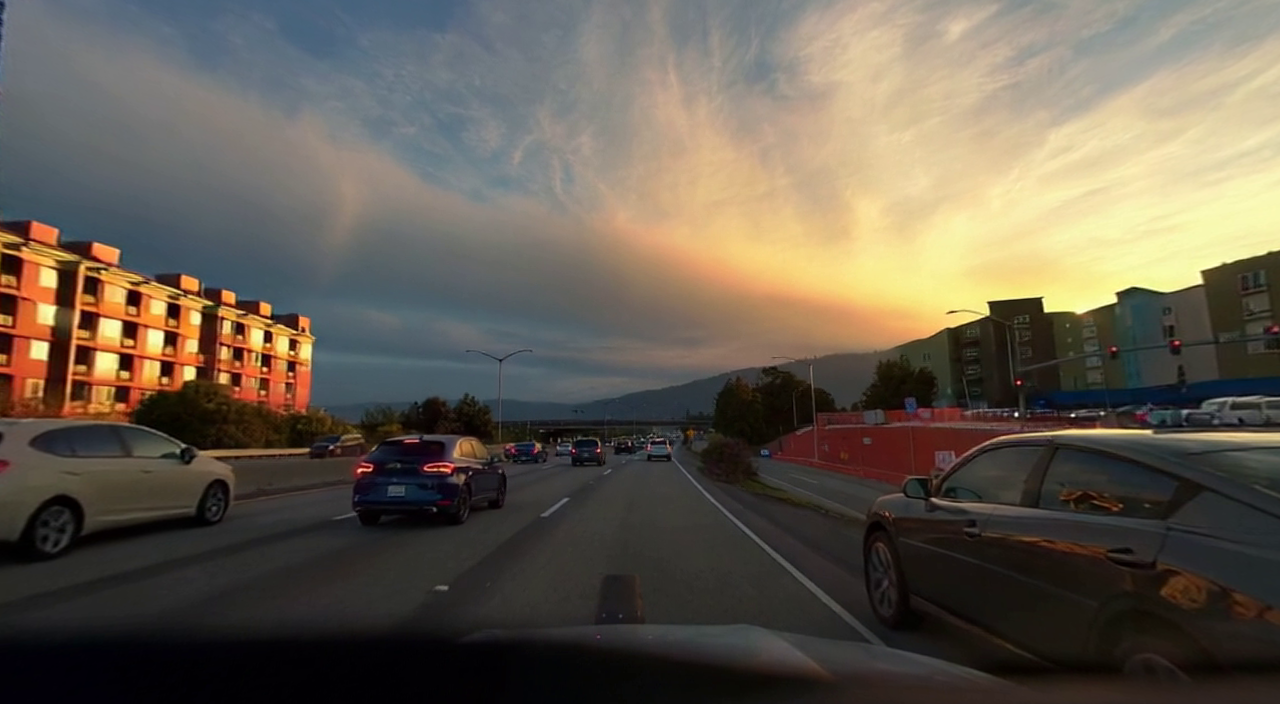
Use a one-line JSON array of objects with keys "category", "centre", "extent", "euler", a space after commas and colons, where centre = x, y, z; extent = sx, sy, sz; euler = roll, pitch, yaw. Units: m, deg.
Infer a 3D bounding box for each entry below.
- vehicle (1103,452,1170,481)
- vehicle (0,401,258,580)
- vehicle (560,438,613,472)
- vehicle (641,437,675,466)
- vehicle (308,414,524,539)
[{"category": "vehicle", "centre": [29.585, 6.777, 37.679], "extent": [1.840, 1.533, 4.657], "euler": [-3, -9, 22]}, {"category": "vehicle", "centre": [-7.276, 1.584, 7.764], "extent": [2.113, 1.724, 4.656], "euler": [0, -8, 1]}, {"category": "vehicle", "centre": [-2.748, 5.436, 33.435], "extent": [2.109, 1.657, 4.554], "euler": [0, -8, 4]}, {"category": "vehicle", "centre": [1.165, 6.547, 41.634], "extent": [2.116, 1.763, 4.352], "euler": [0, -8, 1]}, {"category": "vehicle", "centre": [-3.538, 2.061, 11.033], "extent": [2.045, 1.710, 4.382], "euler": [0, -8, 2]}]
